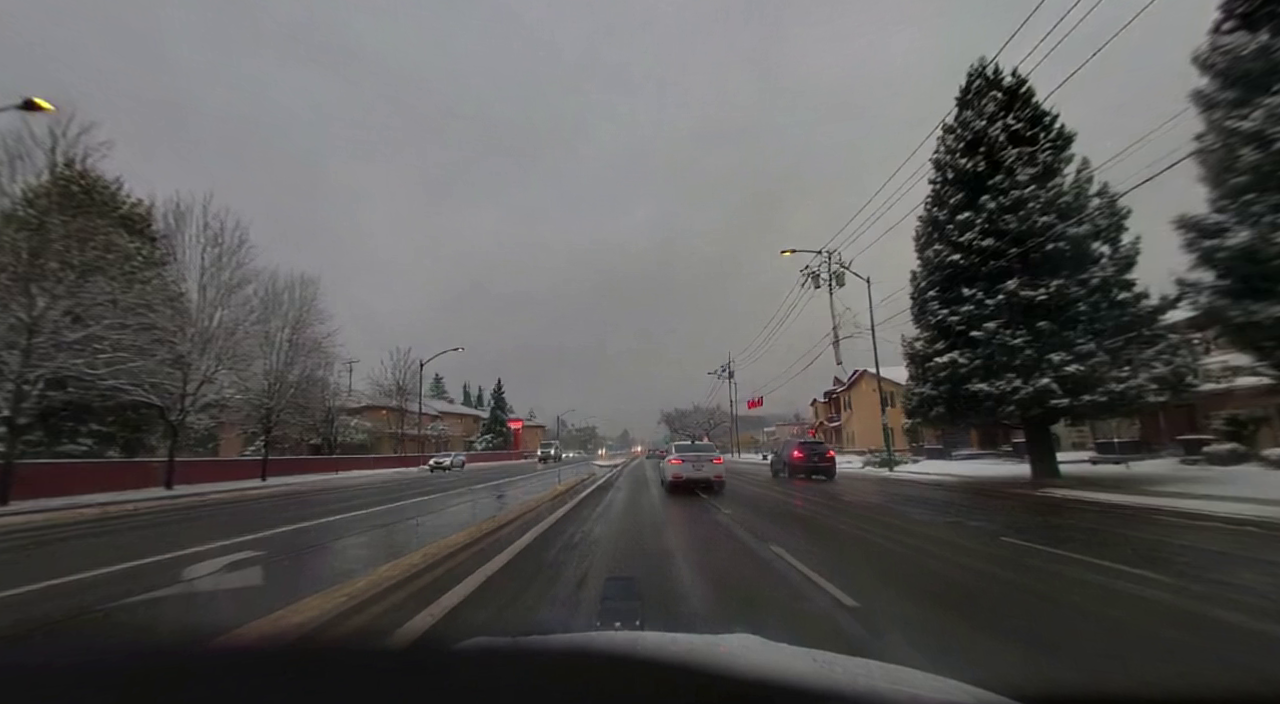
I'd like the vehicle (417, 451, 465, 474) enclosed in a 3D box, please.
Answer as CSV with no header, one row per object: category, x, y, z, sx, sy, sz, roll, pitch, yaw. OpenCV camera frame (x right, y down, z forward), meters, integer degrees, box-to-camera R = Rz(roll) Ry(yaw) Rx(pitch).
vehicle,-14.567,8.089,46.310,1.980,1.513,4.583,0,-9,1

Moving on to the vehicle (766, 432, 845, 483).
vehicle,6.661,4.297,25.916,2.061,1.889,4.268,0,-9,0

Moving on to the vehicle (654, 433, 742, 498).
vehicle,1.612,3.361,18.969,2.138,1.702,4.168,0,-9,-1
